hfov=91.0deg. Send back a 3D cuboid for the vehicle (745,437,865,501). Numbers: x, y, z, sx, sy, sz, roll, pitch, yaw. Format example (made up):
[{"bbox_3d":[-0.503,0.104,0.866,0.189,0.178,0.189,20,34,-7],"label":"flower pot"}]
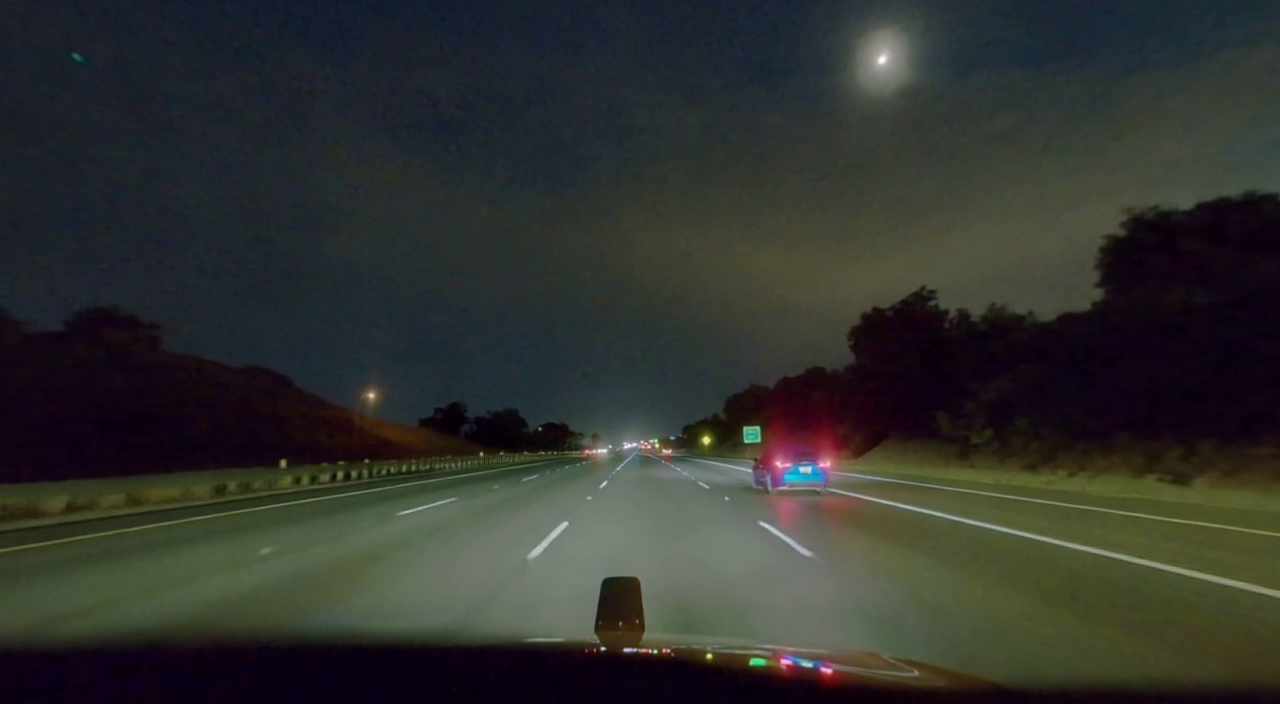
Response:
[{"bbox_3d":[4.299,3.135,17.229,2.033,1.501,4.398,0,-9,-1],"label":"vehicle"}]
